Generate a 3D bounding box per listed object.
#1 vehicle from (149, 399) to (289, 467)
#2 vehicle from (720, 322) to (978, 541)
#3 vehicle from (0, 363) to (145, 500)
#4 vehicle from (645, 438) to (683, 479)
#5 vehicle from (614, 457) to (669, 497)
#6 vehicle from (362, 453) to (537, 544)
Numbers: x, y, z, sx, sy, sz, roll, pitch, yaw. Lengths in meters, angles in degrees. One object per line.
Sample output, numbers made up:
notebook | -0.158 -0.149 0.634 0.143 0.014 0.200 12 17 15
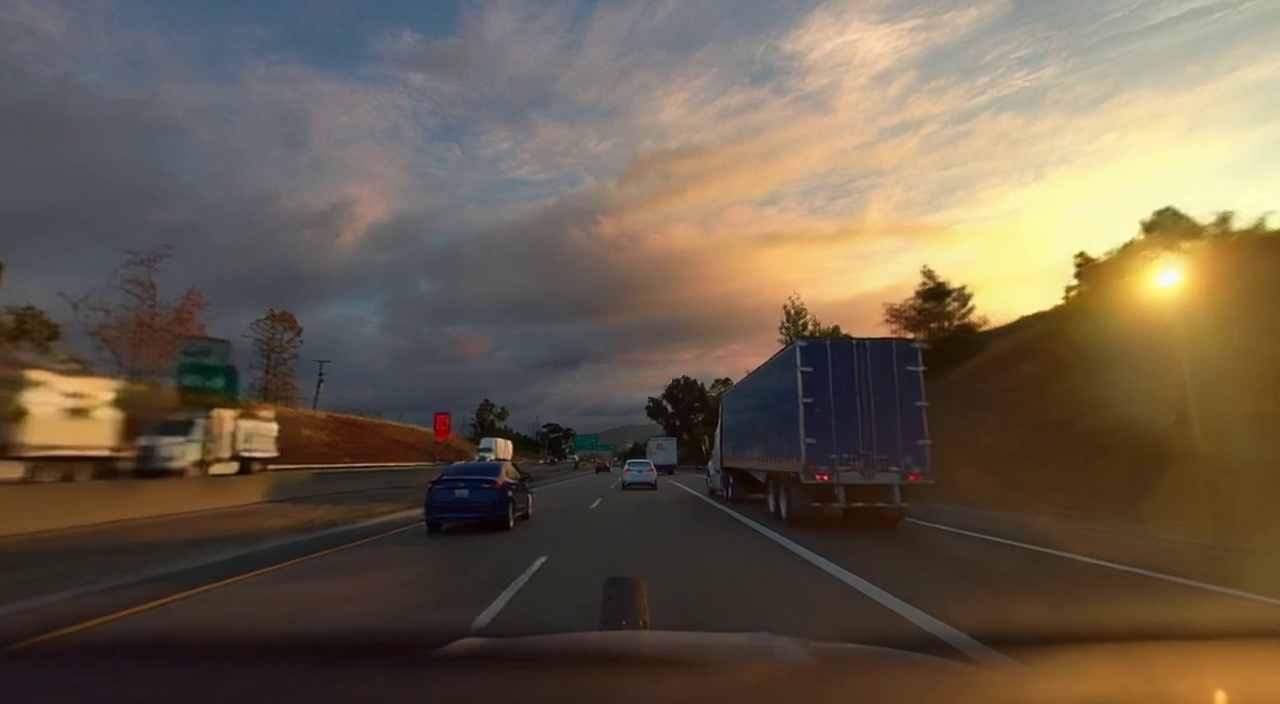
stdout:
vehicle | -19.791 3.965 30.133 2.227 2.883 6.175 0 -9 1
vehicle | 4.684 2.521 18.565 2.877 4.035 13.897 0 -9 0
vehicle | -19.831 2.435 18.952 2.967 3.881 8.316 0 -9 0
vehicle | 1.968 8.286 48.963 2.650 2.978 6.937 -1 -10 4
vehicle | 0.056 5.150 26.292 2.089 1.516 4.191 0 -9 0
vehicle | -3.470 2.742 12.451 2.105 1.467 4.099 0 -9 1
